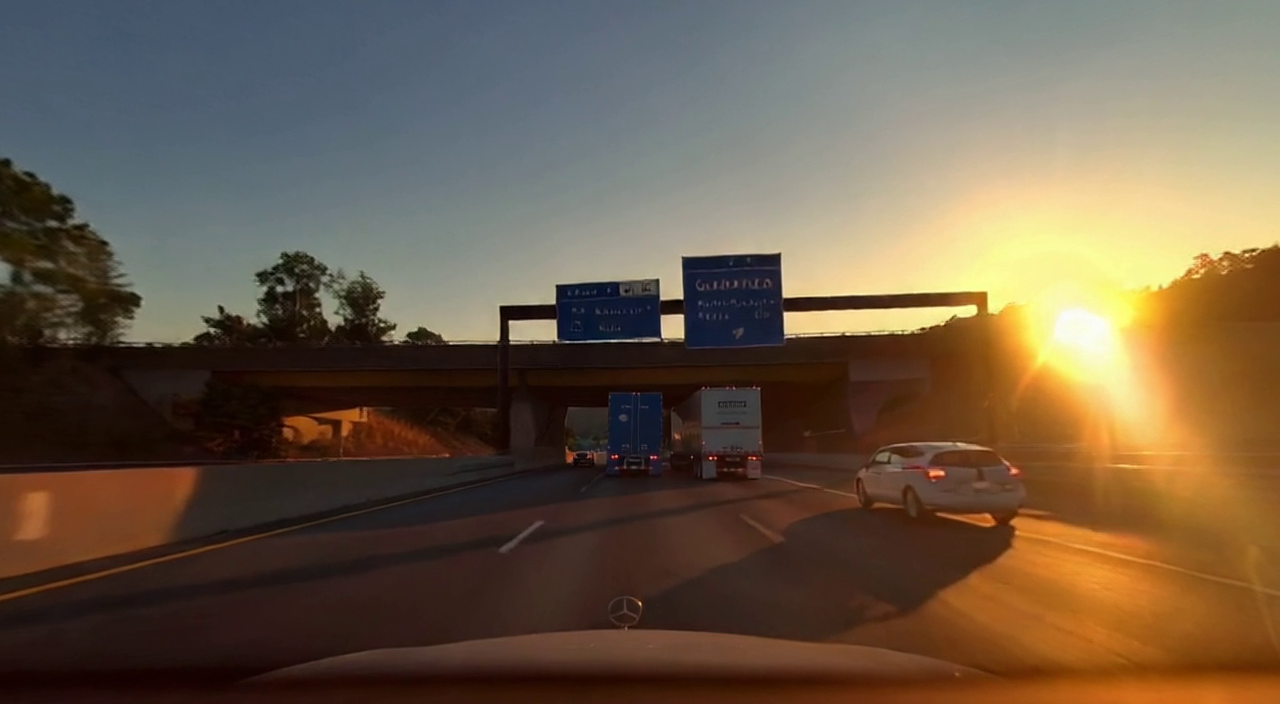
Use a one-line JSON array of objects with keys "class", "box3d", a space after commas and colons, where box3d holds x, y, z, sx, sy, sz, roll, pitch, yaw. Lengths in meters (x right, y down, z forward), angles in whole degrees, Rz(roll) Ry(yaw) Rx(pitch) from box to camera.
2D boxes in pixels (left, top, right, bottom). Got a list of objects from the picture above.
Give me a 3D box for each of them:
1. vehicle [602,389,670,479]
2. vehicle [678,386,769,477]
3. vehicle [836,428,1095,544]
[{"class": "vehicle", "box3d": [-0.179, 4.222, 31.844, 2.864, 3.805, 9.709, 0, -9, 0]}, {"class": "vehicle", "box3d": [4.246, 4.723, 36.187, 3.044, 4.128, 14.482, 0, -9, -1]}, {"class": "vehicle", "box3d": [5.110, 2.171, 10.915, 2.086, 1.530, 4.808, -1, -9, 3]}]
